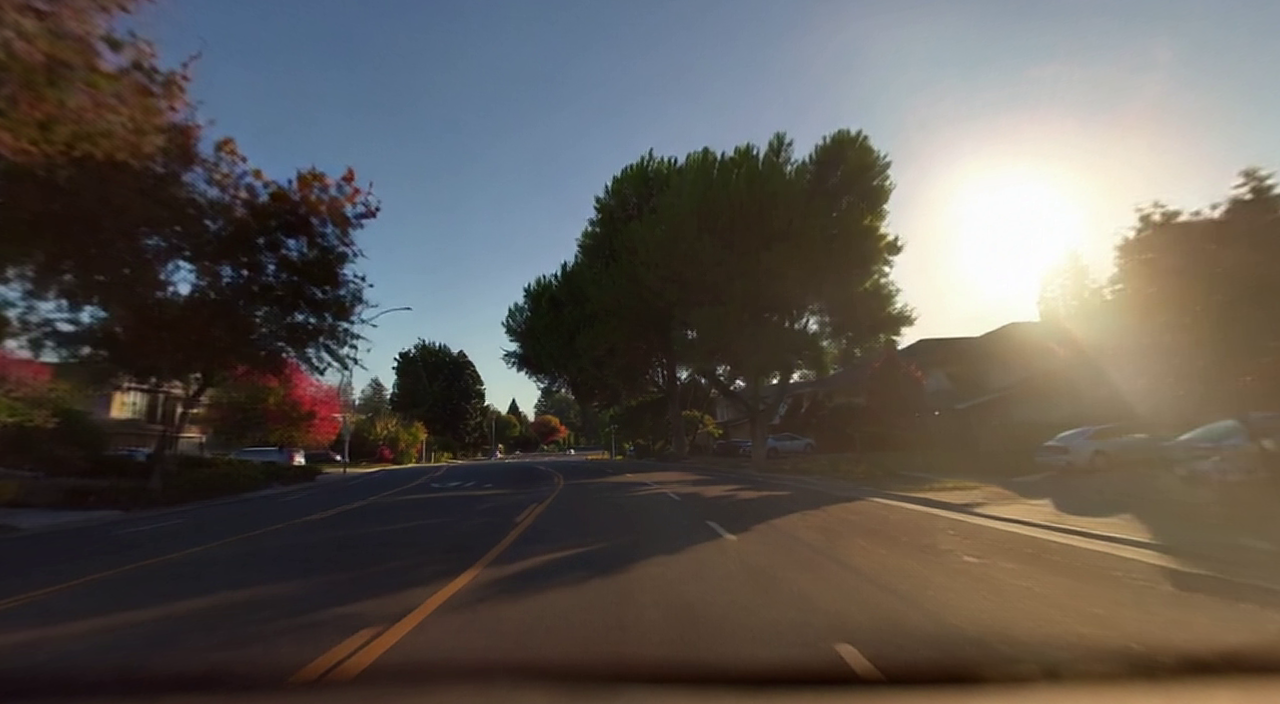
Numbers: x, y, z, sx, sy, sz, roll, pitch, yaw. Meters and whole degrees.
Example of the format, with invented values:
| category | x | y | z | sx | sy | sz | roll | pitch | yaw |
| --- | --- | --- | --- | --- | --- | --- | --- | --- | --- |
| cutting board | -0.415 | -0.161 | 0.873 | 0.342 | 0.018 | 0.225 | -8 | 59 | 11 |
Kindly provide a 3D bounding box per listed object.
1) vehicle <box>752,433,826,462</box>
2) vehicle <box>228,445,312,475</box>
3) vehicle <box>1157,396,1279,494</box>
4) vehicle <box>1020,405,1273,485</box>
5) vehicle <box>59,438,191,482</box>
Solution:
| category | x | y | z | sx | sy | sz | roll | pitch | yaw |
| --- | --- | --- | --- | --- | --- | --- | --- | --- | --- |
| vehicle | 10.573 | 6.796 | 44.994 | 4.693 | 1.764 | 2.265 | -3 | -8 | 4 |
| vehicle | -22.695 | 6.614 | 38.826 | 3.899 | 1.729 | 2.064 | 2 | -9 | -10 |
| vehicle | 14.755 | 2.077 | 14.198 | 4.350 | 2.047 | 1.841 | -1 | -8 | 4 |
| vehicle | 14.600 | 2.715 | 18.493 | 5.283 | 1.863 | 2.150 | -4 | -8 | 3 |
| vehicle | -23.488 | 4.923 | 28.928 | 4.128 | 1.861 | 1.959 | 2 | -9 | -12 |
